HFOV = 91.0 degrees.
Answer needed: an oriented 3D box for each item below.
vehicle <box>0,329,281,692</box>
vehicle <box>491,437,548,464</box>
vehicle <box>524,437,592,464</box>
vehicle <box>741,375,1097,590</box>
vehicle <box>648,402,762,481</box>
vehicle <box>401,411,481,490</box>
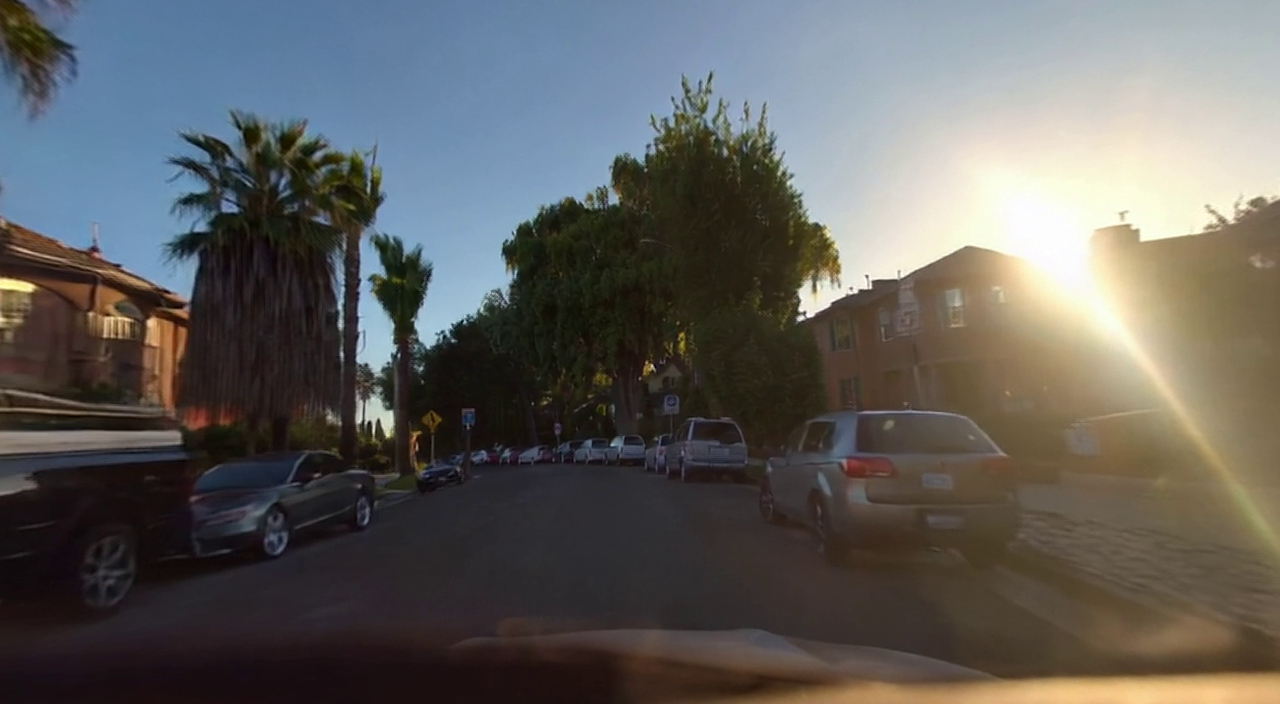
[{"bbox_3d":[-5.249,0.878,3.237,2.624,2.178,6.522,-1,-8,4],"label":"vehicle"},{"bbox_3d":[-8.276,6.718,42.966,1.918,1.753,4.655,6,-10,-37],"label":"vehicle"},{"bbox_3d":[-5.093,6.025,38.536,2.108,1.503,4.977,5,-10,-33],"label":"vehicle"},{"bbox_3d":[2.519,1.343,7.235,2.076,1.658,4.604,0,-8,2],"label":"vehicle"},{"bbox_3d":[1.716,2.659,18.657,2.139,1.997,4.864,1,-8,-9],"label":"vehicle"},{"bbox_3d":[-7.425,3.714,23.803,2.337,2.289,6.092,-6,-7,-17],"label":"vehicle"}]
